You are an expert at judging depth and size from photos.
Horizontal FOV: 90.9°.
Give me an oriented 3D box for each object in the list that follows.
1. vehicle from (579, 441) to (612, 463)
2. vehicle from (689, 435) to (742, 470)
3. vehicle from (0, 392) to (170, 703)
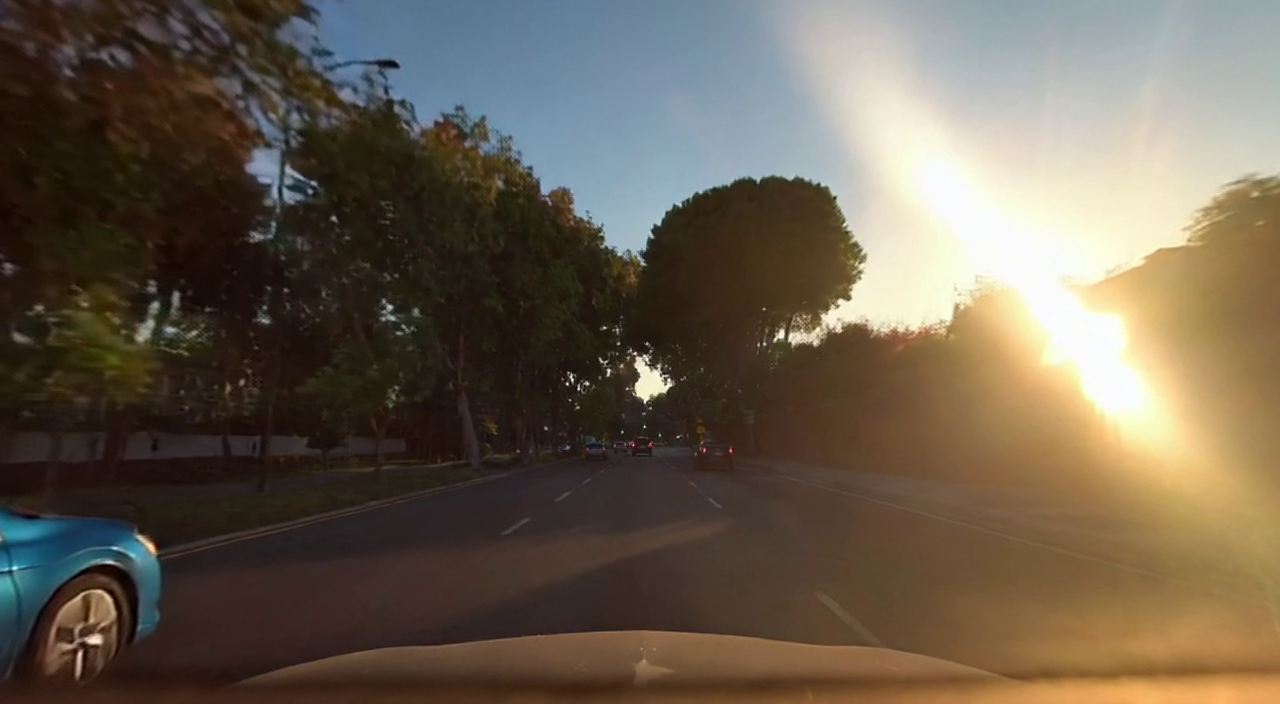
[{"bbox_3d":[-3.015,6.877,43.533,1.940,1.473,4.133,0,-8,1],"label":"vehicle"},{"bbox_3d":[3.817,5.170,32.642,2.182,1.688,4.187,0,-8,-1],"label":"vehicle"},{"bbox_3d":[-3.730,0.685,0.974,2.091,1.503,4.989,0,-8,1],"label":"vehicle"}]
